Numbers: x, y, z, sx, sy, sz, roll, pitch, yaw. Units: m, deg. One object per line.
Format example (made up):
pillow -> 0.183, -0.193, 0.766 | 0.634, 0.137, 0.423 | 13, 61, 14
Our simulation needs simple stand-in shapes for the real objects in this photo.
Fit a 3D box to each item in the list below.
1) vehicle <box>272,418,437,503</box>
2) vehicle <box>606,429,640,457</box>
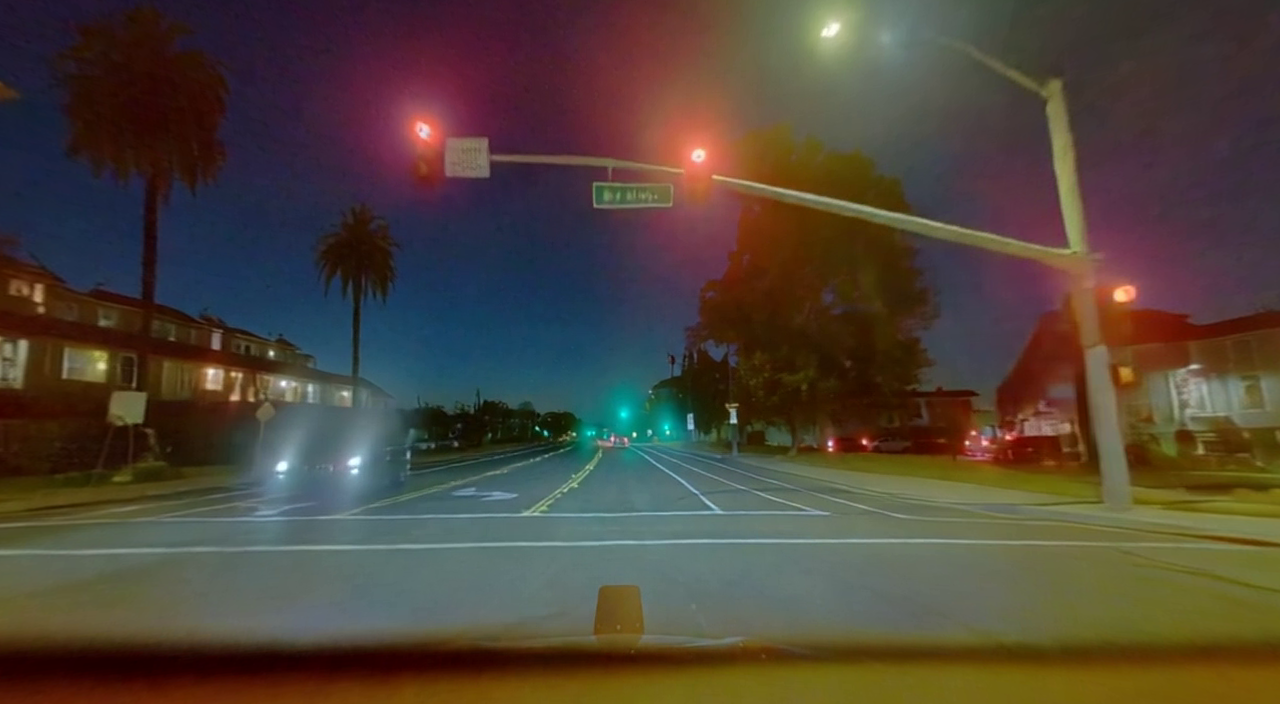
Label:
vehicle -> -6.350, 2.461, 14.640 | 1.983, 1.684, 3.938 | 0, -8, -1
vehicle -> -1.240, 6.412, 44.392 | 2.248, 1.833, 4.798 | 0, -8, -3
